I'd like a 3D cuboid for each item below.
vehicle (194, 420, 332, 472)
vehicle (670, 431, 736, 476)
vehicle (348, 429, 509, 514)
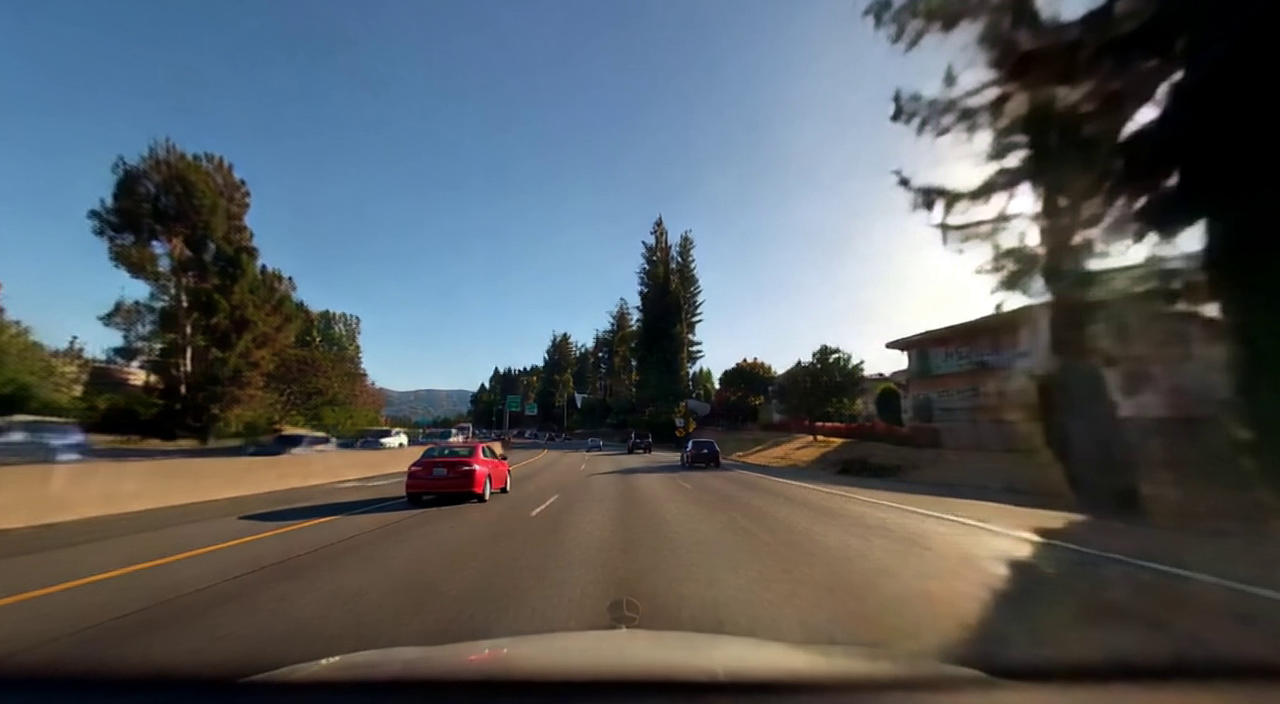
[{"bbox_3d":[-13.276,3.398,22.635,2.092,1.646,4.843,1,-9,-3],"label":"vehicle"},{"bbox_3d":[2.473,4.179,25.990,2.092,1.686,4.188,1,-9,-3],"label":"vehicle"},{"bbox_3d":[-4.330,2.528,13.755,2.036,1.528,4.400,0,-9,-1],"label":"vehicle"}]
